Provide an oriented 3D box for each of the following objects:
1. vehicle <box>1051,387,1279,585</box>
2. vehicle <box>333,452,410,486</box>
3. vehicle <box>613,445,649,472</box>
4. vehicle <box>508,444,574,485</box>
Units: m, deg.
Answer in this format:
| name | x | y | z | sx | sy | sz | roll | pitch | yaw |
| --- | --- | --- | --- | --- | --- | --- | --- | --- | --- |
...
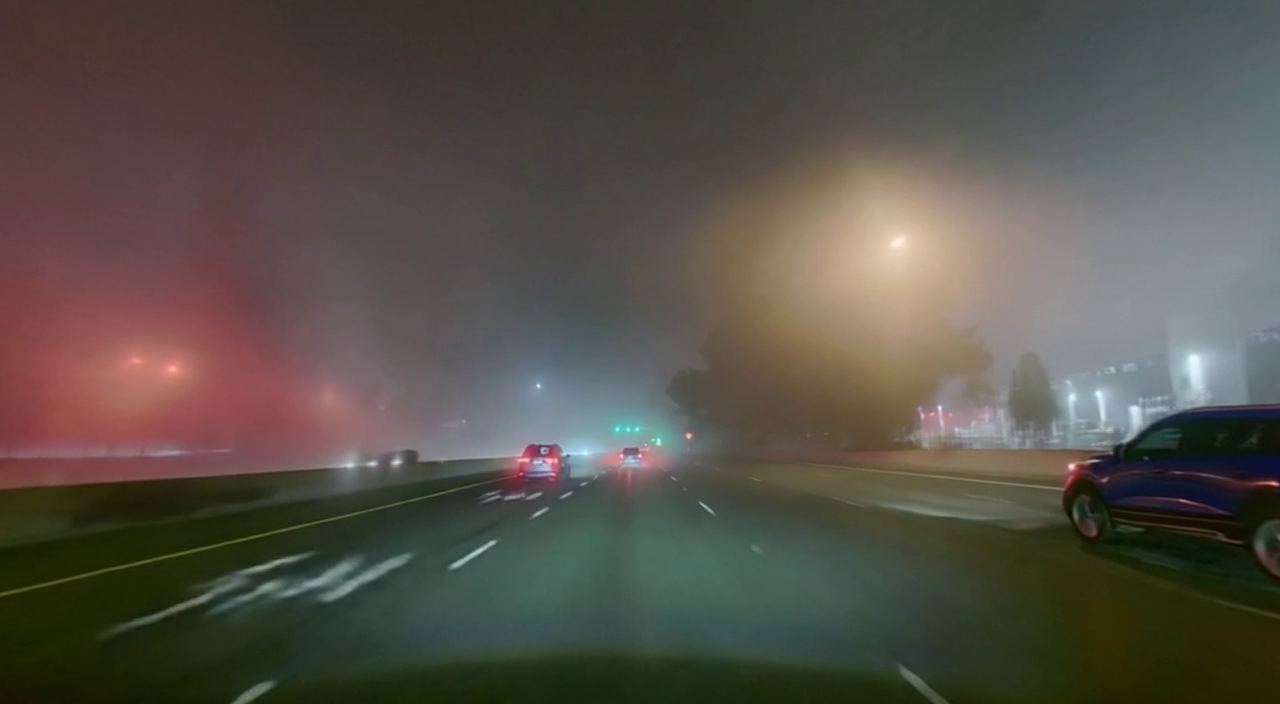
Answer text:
| name | x | y | z | sx | sy | sz | roll | pitch | yaw |
| --- | --- | --- | --- | --- | --- | --- | --- | --- | --- |
| vehicle | 6.921 | 1.344 | 6.575 | 2.028 | 1.801 | 4.741 | 0 | -9 | 0 |
| vehicle | -14.265 | 6.206 | 33.915 | 1.986 | 1.659 | 4.769 | -1 | -9 | 0 |
| vehicle | -0.549 | 6.325 | 37.619 | 1.997 | 1.485 | 4.094 | 0 | -9 | -1 |
| vehicle | -3.863 | 4.452 | 25.361 | 1.886 | 1.465 | 4.625 | -1 | -9 | 0 |
